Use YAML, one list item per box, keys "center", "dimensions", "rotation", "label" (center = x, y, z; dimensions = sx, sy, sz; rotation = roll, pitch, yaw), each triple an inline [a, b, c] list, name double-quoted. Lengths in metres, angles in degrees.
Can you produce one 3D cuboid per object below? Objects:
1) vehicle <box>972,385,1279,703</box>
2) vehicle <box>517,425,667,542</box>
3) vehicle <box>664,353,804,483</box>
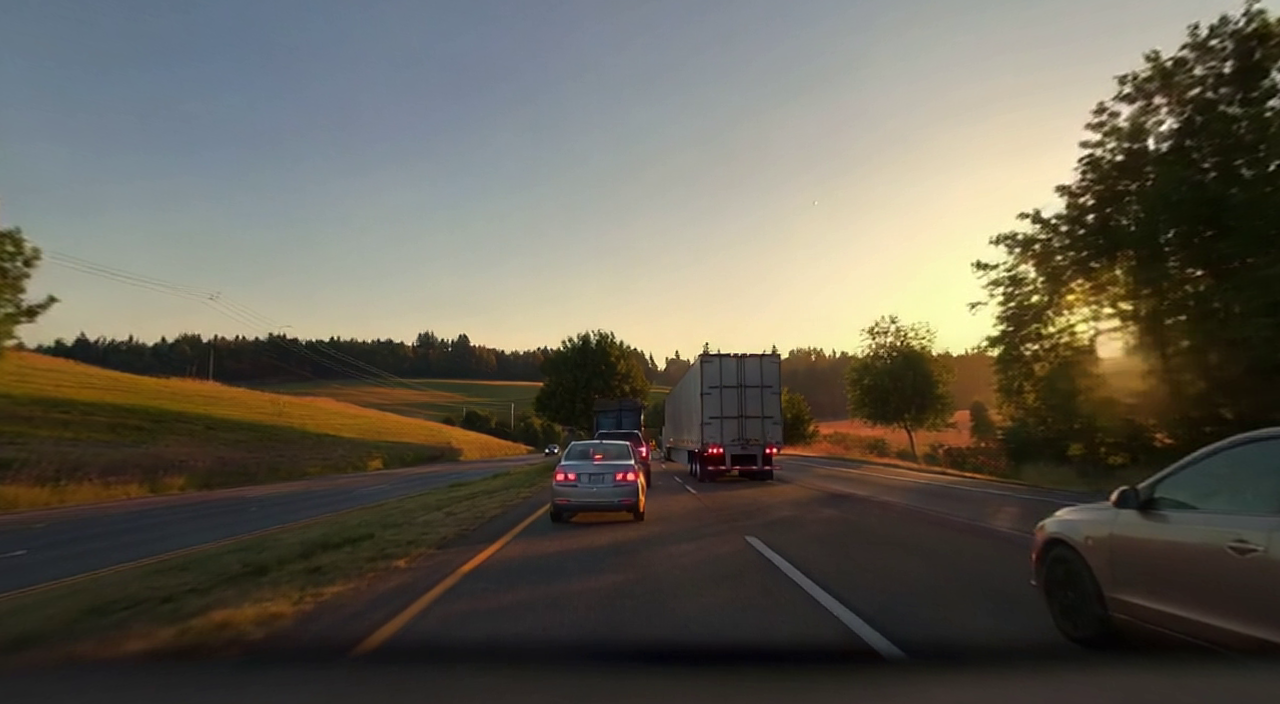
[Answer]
- center: [3.583, 0.889, 2.510]
  dimensions: [1.960, 1.515, 4.713]
  rotation: [0, -8, 0]
  label: "vehicle"
- center: [-0.688, 2.065, 10.557]
  dimensions: [2.009, 1.554, 4.013]
  rotation: [0, -8, -1]
  label: "vehicle"
- center: [3.427, 3.343, 29.127]
  dimensions: [3.591, 4.290, 16.696]
  rotation: [0, -8, -1]
  label: "vehicle"
